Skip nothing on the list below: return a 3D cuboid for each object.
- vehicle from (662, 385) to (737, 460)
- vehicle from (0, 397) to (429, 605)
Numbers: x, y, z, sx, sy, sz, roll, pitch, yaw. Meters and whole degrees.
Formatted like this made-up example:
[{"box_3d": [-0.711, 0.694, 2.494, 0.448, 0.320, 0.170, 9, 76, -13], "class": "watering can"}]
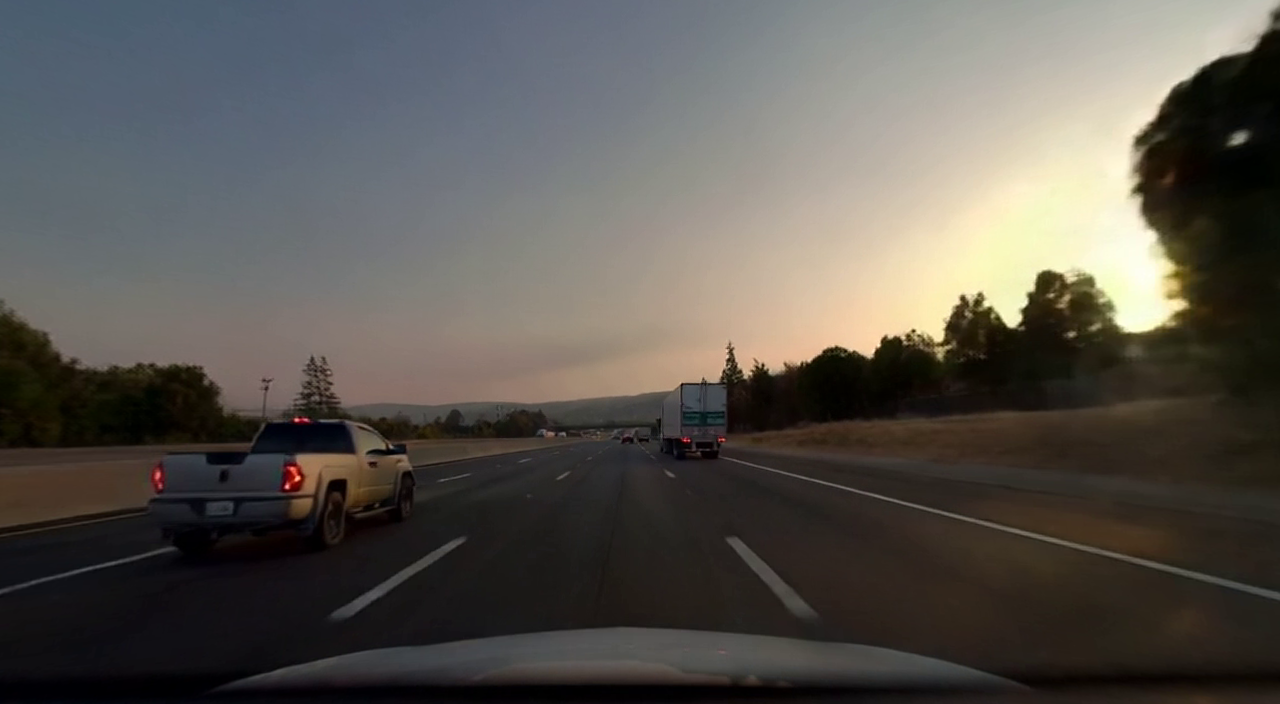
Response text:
[{"box_3d": [3.613, 5.116, 43.781, 3.144, 4.168, 17.594, 0, -8, -1], "class": "vehicle"}, {"box_3d": [-4.087, 1.444, 7.016, 2.044, 1.604, 4.144, 0, -8, 0], "class": "vehicle"}]
